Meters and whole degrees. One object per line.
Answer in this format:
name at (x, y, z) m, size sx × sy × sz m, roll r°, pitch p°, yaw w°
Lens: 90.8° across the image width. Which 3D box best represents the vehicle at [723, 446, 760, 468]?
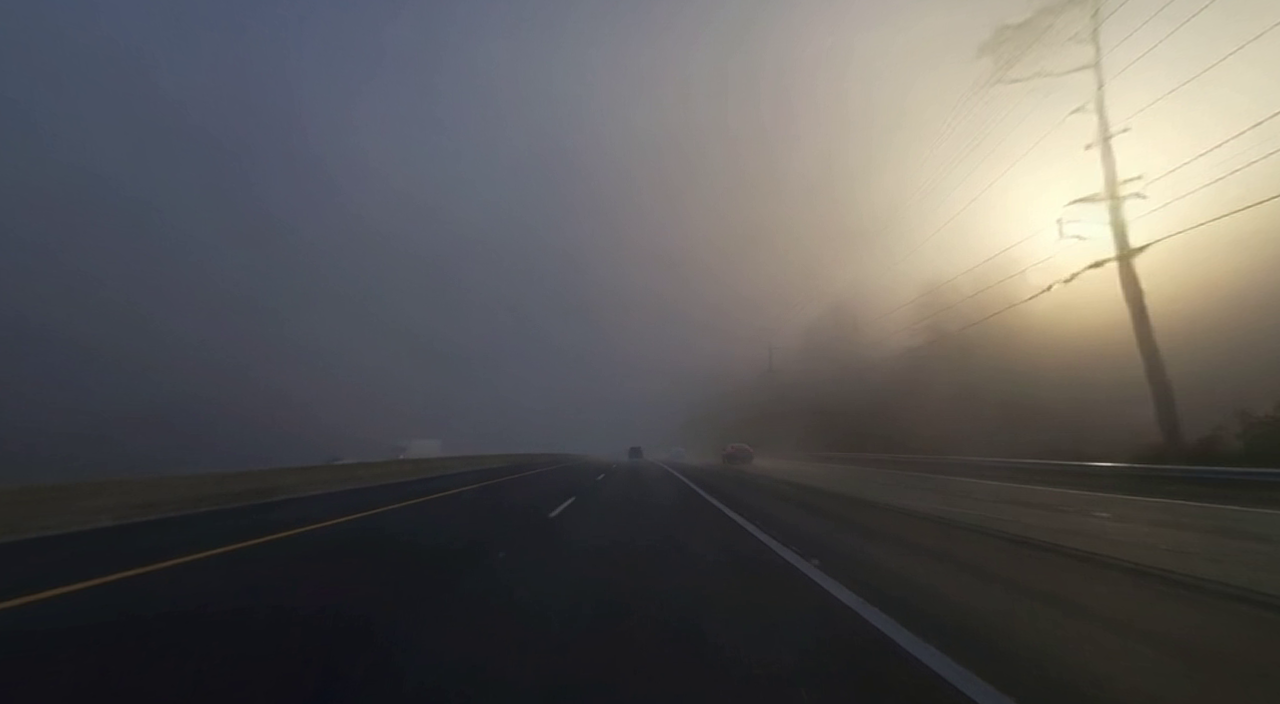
vehicle at (7.113, 7.402, 44.721) m, size 1.817 × 1.440 × 4.075 m, roll 0°, pitch -9°, yaw -1°
